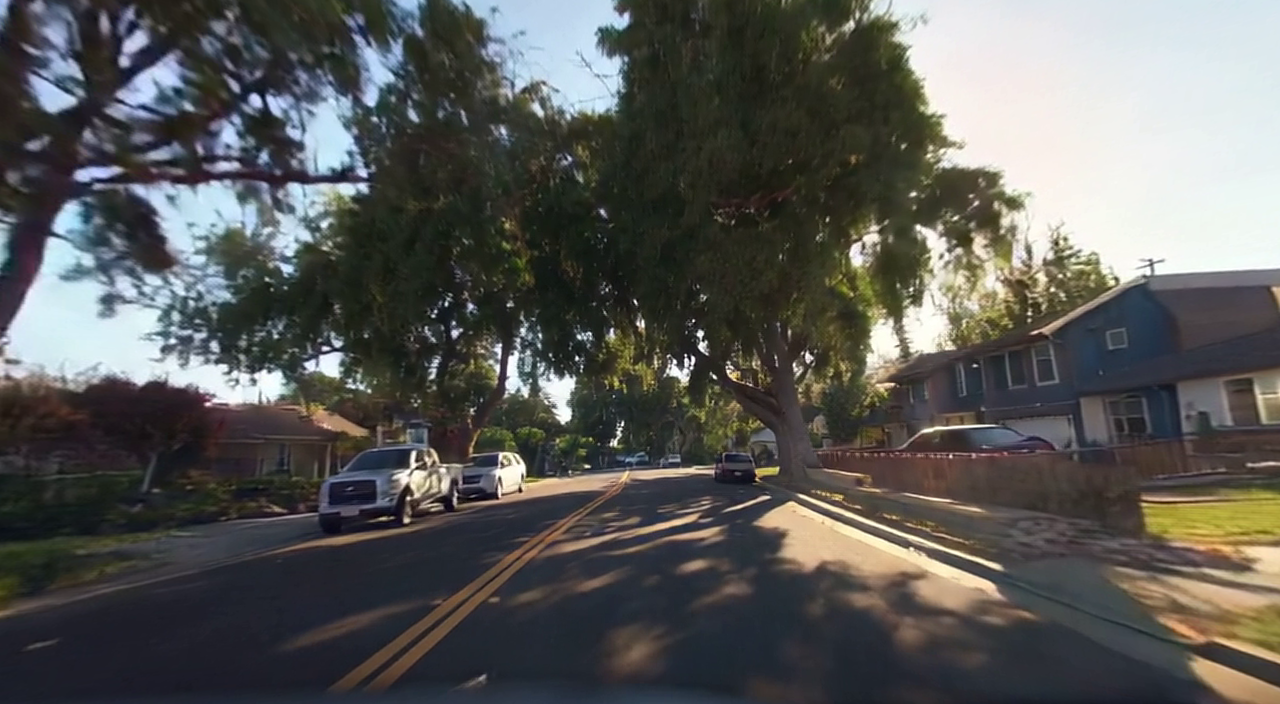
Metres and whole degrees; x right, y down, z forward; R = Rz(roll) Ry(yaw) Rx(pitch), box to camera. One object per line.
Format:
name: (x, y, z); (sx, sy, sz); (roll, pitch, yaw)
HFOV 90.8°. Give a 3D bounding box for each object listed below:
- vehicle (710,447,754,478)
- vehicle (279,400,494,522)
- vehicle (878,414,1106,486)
vehicle: (4.673, 5.497, 31.625); (1.948, 1.408, 4.345); (-2, -9, 11)
vehicle: (-5.634, 2.924, 15.385); (2.334, 2.126, 6.444); (-5, -15, 2)
vehicle: (10.096, 2.897, 18.607); (5.325, 1.939, 2.150); (-2, -9, 9)
